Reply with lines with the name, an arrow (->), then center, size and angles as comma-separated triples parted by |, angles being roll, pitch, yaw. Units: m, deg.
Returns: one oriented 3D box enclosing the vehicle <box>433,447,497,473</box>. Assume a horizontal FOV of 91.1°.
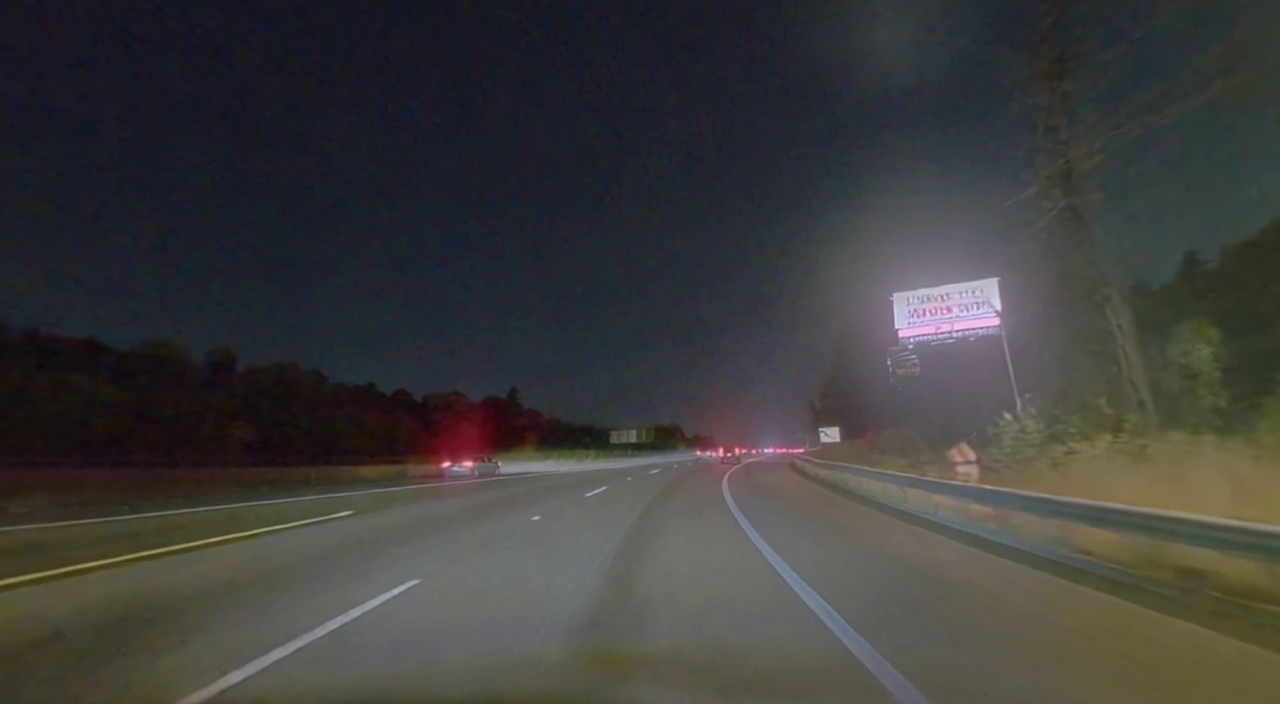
vehicle -> -12.389, 7.633, 44.749 | 2.145, 1.717, 4.448 | -3, -9, 19
